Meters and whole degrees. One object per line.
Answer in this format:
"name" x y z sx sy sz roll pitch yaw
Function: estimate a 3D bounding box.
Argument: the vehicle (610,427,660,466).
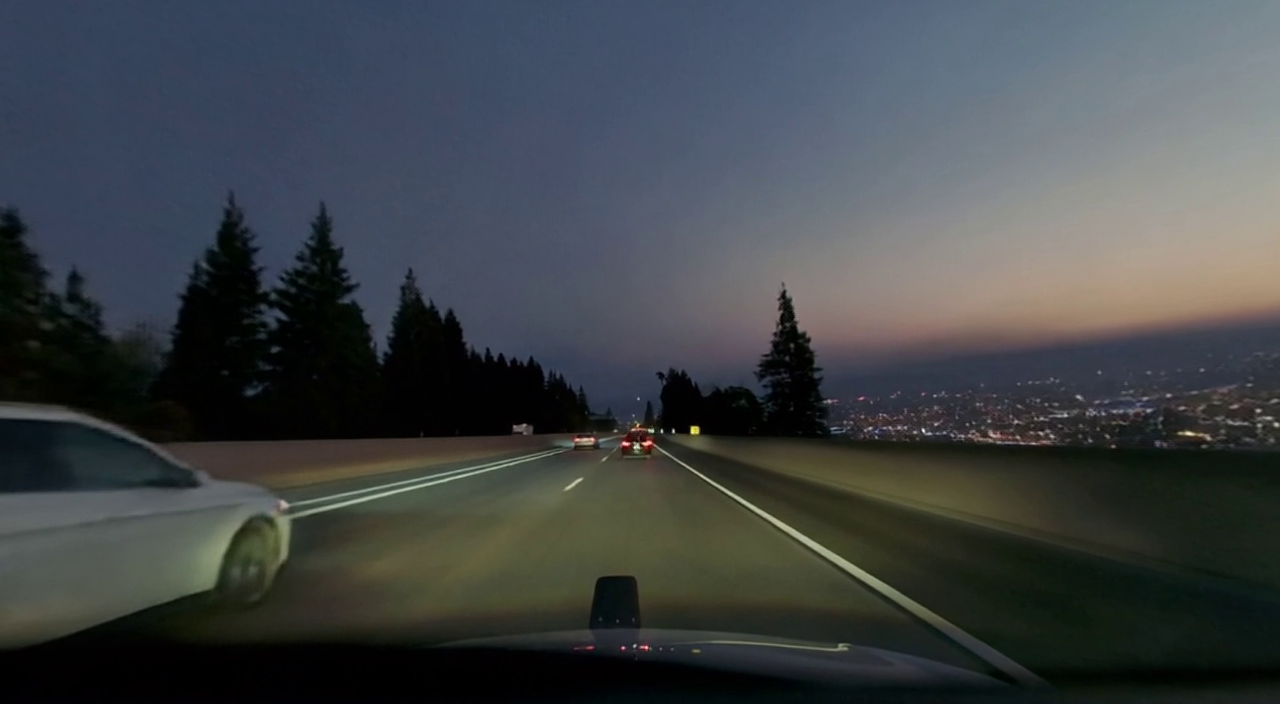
"vehicle" -0.209 4.334 29.180 2.134 1.654 4.174 0 -8 0

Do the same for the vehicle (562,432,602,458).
"vehicle" -3.560 5.794 39.438 2.030 1.491 4.046 0 -8 1

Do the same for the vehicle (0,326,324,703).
"vehicle" -3.813 0.806 2.901 2.251 1.749 4.820 0 -8 -1
